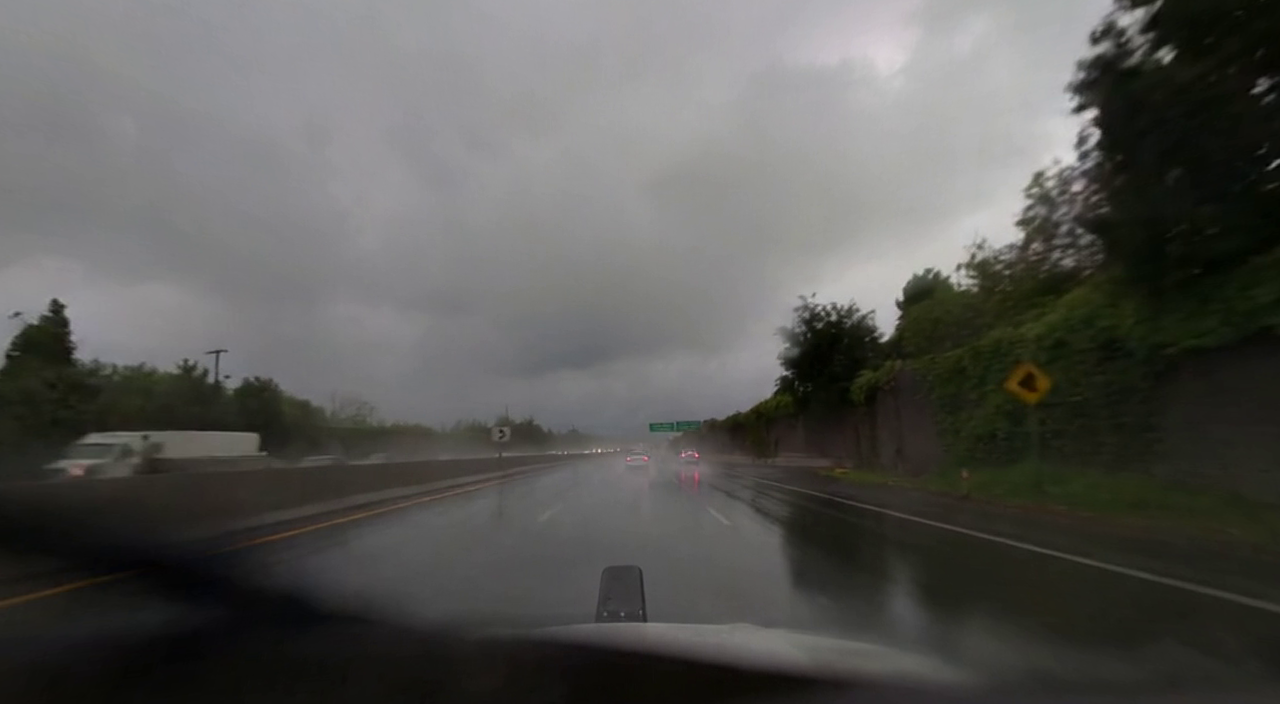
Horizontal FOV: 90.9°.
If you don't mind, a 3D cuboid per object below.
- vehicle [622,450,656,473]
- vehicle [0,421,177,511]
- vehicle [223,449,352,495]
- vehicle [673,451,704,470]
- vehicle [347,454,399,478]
[{"bbox_3d":[-0.118,6.911,39.981,2.065,1.400,4.028,0,-9,-1],"label":"vehicle"},{"bbox_3d":[-19.590,3.773,21.243,2.294,2.582,7.204,0,-9,1],"label":"vehicle"},{"bbox_3d":[-13.581,4.621,24.754,2.081,1.598,5.088,0,-9,0],"label":"vehicle"},{"bbox_3d":[3.611,8.106,47.211,1.883,1.320,3.386,0,-9,-2],"label":"vehicle"},{"bbox_3d":[-18.246,7.783,43.266,1.747,1.480,4.431,0,-9,-3],"label":"vehicle"}]
